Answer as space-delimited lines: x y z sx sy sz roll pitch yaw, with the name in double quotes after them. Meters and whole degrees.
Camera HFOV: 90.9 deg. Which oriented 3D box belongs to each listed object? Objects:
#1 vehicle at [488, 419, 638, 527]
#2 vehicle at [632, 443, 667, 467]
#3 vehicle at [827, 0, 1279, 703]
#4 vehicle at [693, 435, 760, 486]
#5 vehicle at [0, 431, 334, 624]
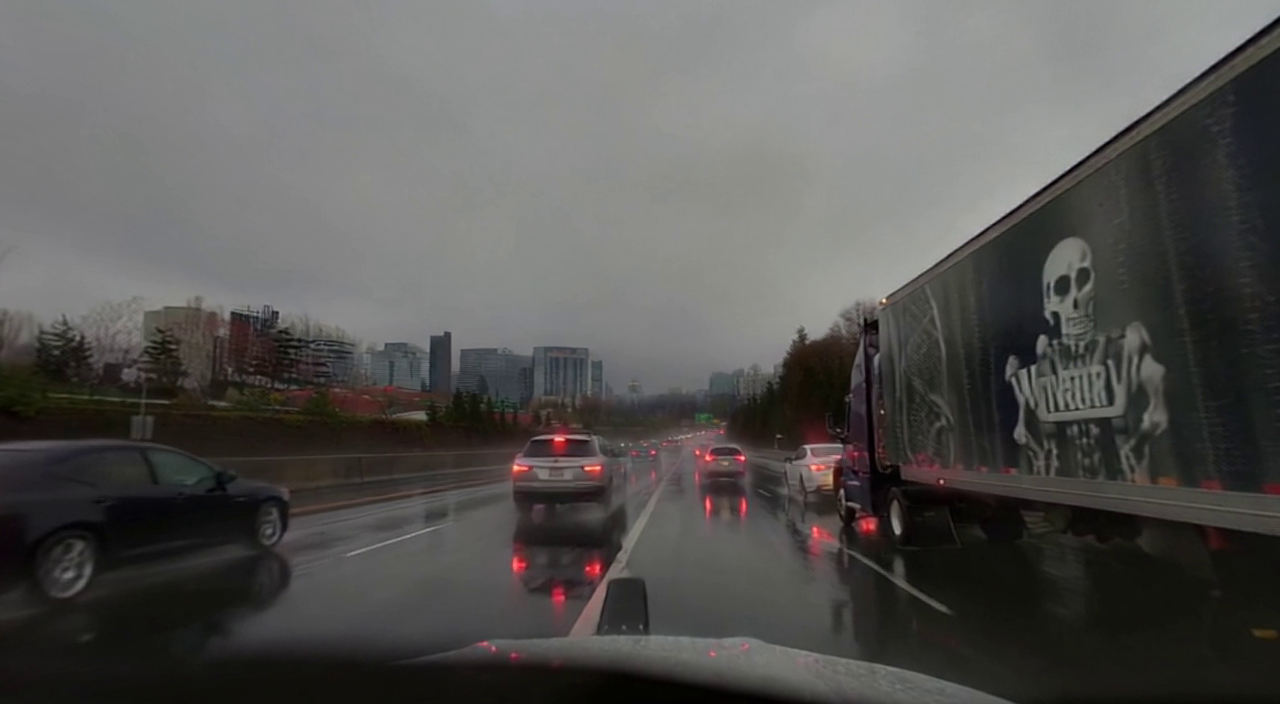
-1.328 2.399 13.109 2.153 1.805 4.631 -1 -8 5 "vehicle"
0.674 6.740 41.397 2.036 1.441 4.253 -1 -8 5 "vehicle"
4.307 0.603 5.598 2.987 3.212 9.311 -1 -8 4 "vehicle"
3.087 3.964 23.454 2.156 1.701 4.494 -1 -8 4 "vehicle"
-5.667 1.616 6.728 1.965 1.443 4.968 -1 -8 5 "vehicle"
